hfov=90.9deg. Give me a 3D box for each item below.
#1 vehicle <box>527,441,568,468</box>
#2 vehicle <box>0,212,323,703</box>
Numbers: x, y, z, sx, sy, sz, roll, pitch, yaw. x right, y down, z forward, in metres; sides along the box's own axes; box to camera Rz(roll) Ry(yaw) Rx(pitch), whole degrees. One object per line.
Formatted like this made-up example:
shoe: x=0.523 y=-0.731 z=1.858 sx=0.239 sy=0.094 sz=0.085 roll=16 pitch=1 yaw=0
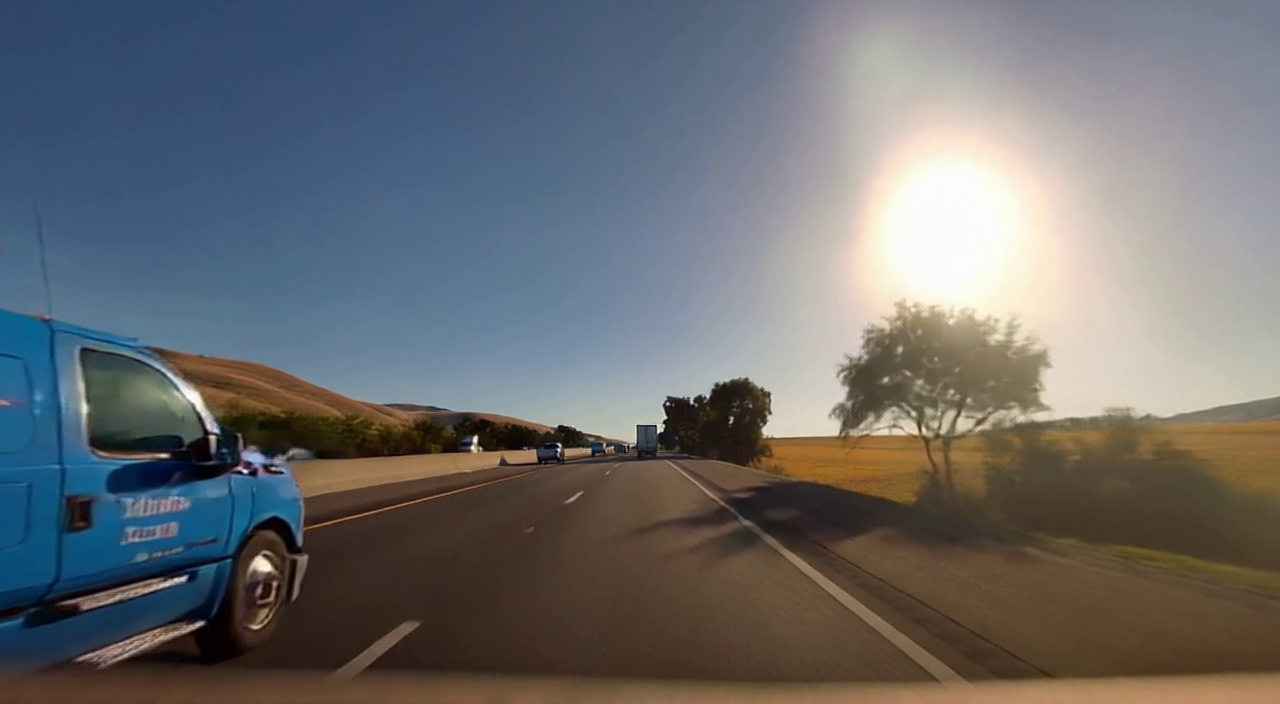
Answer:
vehicle: x=-6.758 y=7.523 z=46.533 sx=2.193 sy=1.866 sz=4.807 roll=0 pitch=-8 yaw=1
vehicle: x=-3.796 y=0.495 z=1.246 sx=2.791 sy=2.330 sz=6.725 roll=0 pitch=-8 yaw=0
